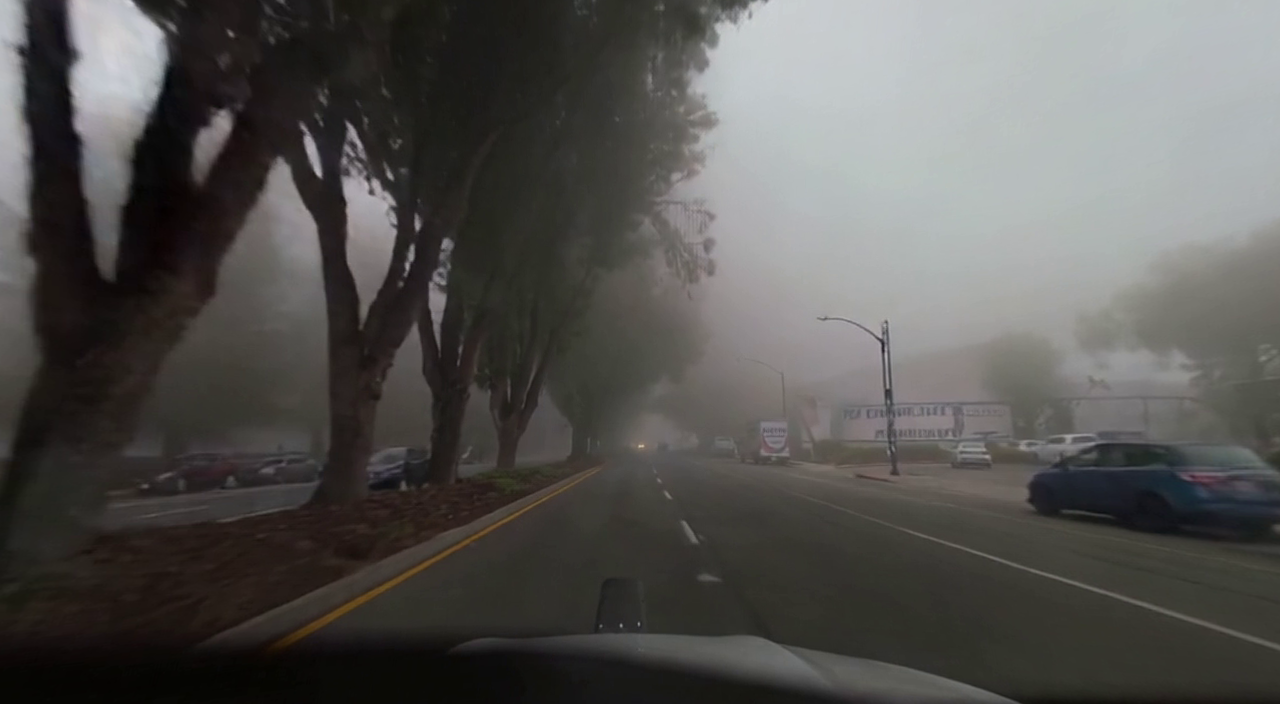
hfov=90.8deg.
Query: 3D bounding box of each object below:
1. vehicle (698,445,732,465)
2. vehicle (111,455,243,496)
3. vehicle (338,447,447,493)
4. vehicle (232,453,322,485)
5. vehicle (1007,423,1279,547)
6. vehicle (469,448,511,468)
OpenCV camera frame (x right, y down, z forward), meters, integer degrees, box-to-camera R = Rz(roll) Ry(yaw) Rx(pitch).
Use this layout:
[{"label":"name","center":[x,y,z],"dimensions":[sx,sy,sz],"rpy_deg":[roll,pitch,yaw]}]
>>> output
[{"label":"vehicle","center":[5.717,7.897,48.516],"dimensions":[1.972,1.417,4.239],"rpy_deg":[0,-9,-1]},{"label":"vehicle","center":[-19.141,5.102,26.441],"dimensions":[1.890,1.468,4.727],"rpy_deg":[0,-9,1]},{"label":"vehicle","center":[-8.595,4.117,22.456],"dimensions":[1.926,1.447,4.547],"rpy_deg":[-1,-9,2]},{"label":"vehicle","center":[-18.937,6.086,33.241],"dimensions":[1.787,1.482,4.645],"rpy_deg":[-1,-9,4]},{"label":"vehicle","center":[9.503,2.405,11.918],"dimensions":[2.303,1.761,4.689],"rpy_deg":[5,-9,-2]},{"label":"vehicle","center":[-10.989,7.780,46.567],"dimensions":[1.973,1.442,4.241],"rpy_deg":[0,-9,1]}]
